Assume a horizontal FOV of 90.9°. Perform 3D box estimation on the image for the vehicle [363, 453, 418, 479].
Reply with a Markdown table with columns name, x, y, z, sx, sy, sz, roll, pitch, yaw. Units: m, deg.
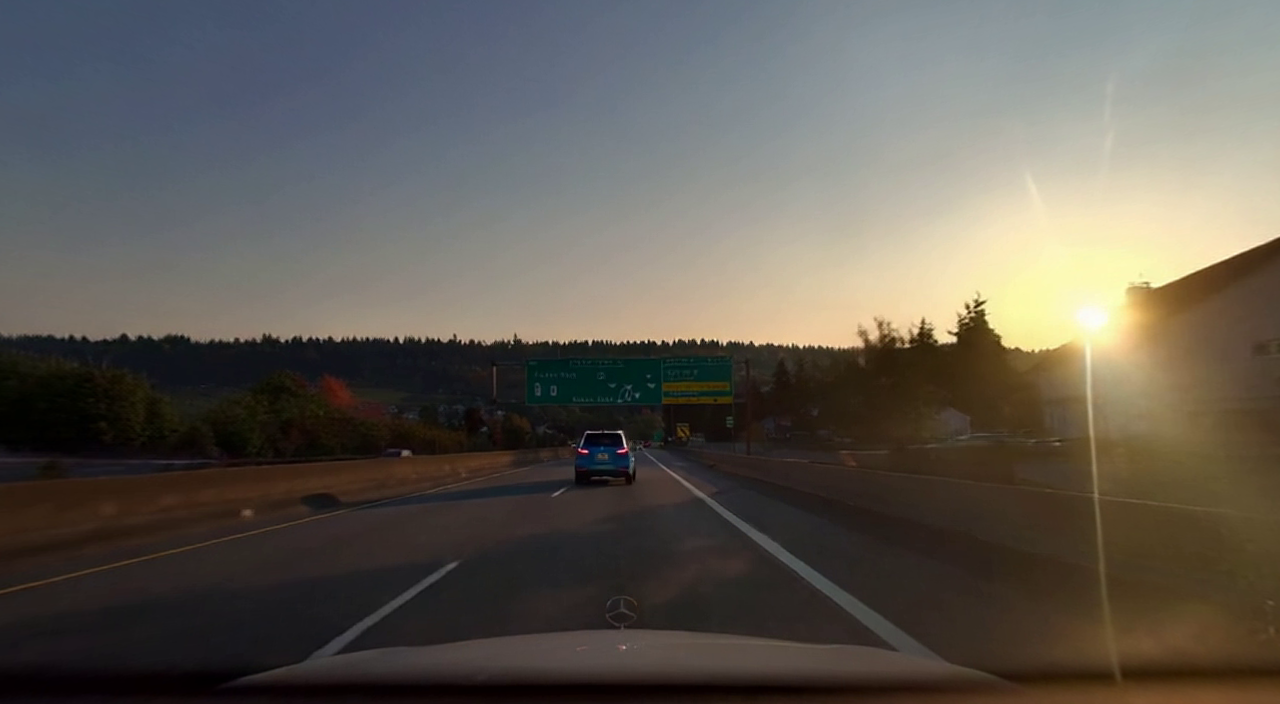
| name | x | y | z | sx | sy | sz | roll | pitch | yaw |
| --- | --- | --- | --- | --- | --- | --- | --- | --- | --- |
| vehicle | -15.803 | 7.212 | 40.120 | 1.785 | 1.501 | 4.255 | 0 | -8 | 0 |

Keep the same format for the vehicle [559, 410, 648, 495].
| name | x | y | z | sx | sy | sz | roll | pitch | yaw |
| --- | --- | --- | --- | --- | --- | --- | --- | --- | --- |
| vehicle | -0.921 | 2.916 | 18.618 | 2.248 | 2.154 | 4.892 | 0 | -8 | 0 |
